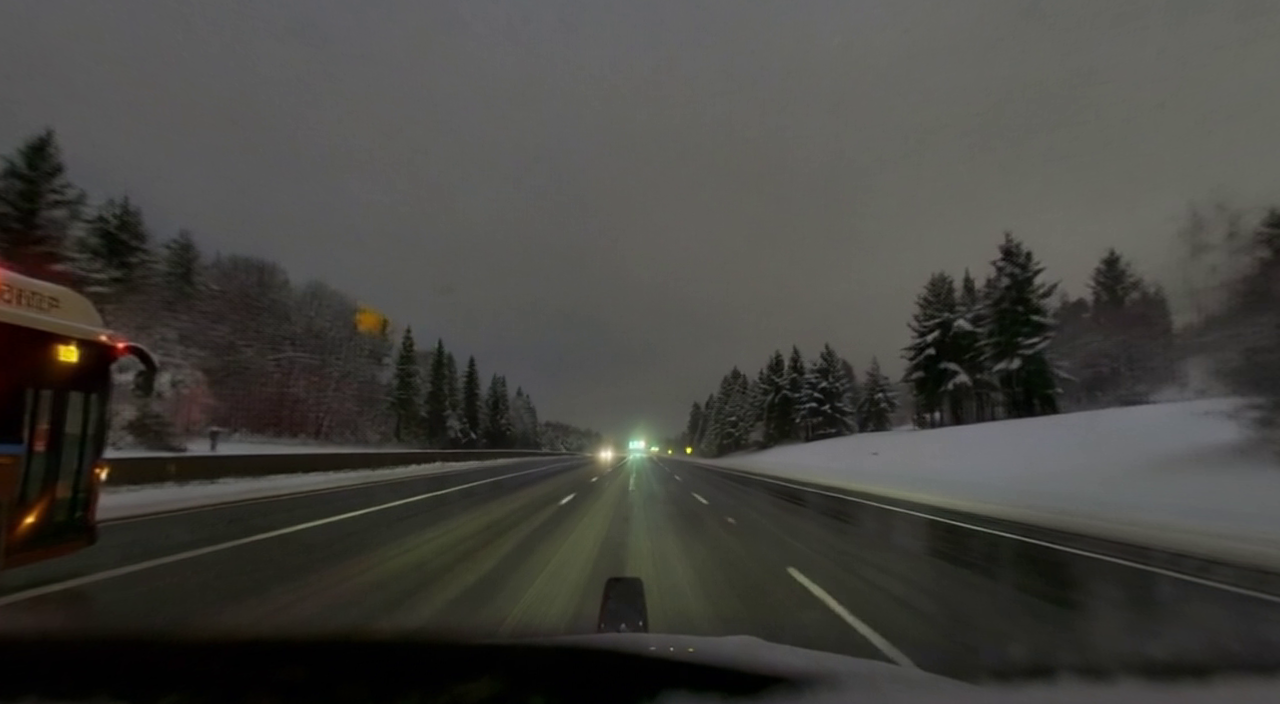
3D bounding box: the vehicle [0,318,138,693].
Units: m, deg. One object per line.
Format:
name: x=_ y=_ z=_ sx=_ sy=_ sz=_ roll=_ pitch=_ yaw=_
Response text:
vehicle: x=-4.507 y=0.549 z=1.571 sx=2.127 sy=1.985 sz=5.205 roll=0 pitch=-9 yaw=1
